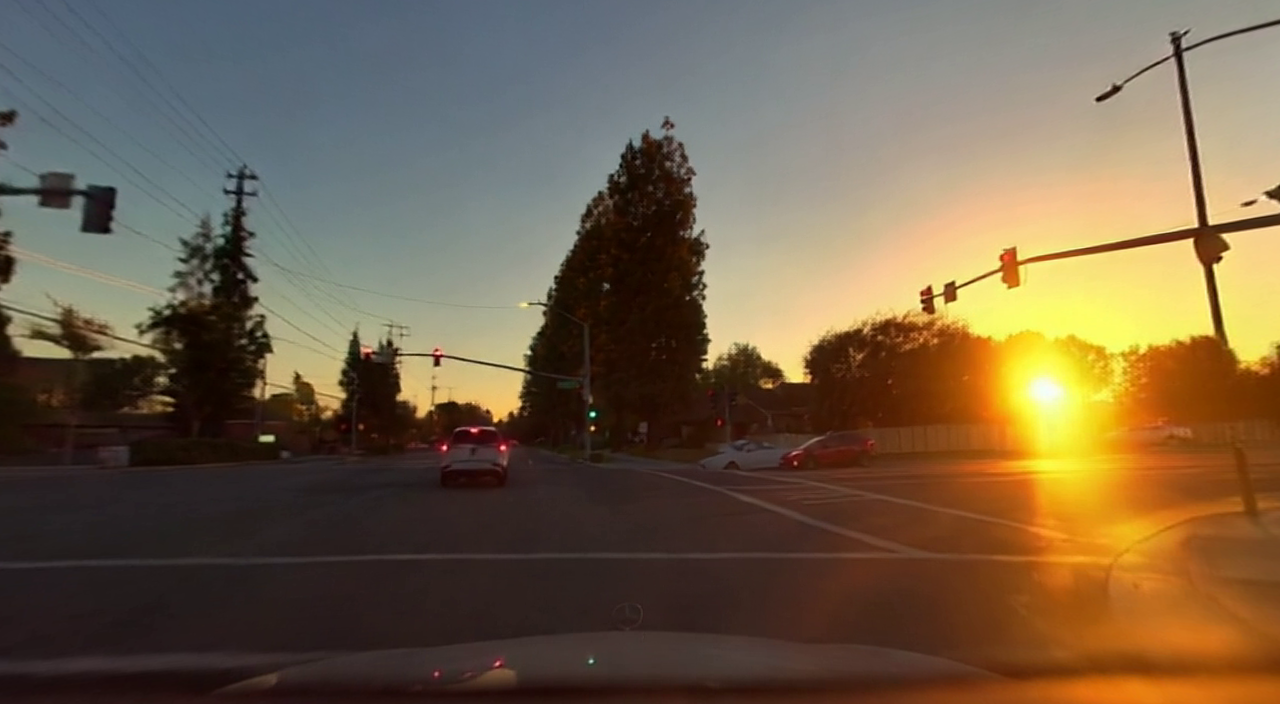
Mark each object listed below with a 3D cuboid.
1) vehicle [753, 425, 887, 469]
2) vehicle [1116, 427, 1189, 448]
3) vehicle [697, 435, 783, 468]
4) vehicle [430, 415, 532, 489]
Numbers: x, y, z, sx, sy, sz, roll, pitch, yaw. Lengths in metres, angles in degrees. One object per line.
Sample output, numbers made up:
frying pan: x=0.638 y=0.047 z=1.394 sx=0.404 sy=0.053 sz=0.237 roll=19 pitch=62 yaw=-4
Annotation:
vehicle: x=7.671 y=4.057 z=26.996 sx=5.149 sy=1.725 sz=1.964 roll=1 pitch=-8 yaw=-9
vehicle: x=35.632 y=5.967 z=43.678 sx=3.805 sy=1.451 sz=1.641 roll=1 pitch=-9 yaw=-7
vehicle: x=4.953 y=4.984 z=31.521 sx=3.990 sy=1.548 sz=1.780 roll=0 pitch=-9 yaw=0
vehicle: x=-4.434 y=2.893 z=18.368 sx=2.300 sy=1.868 sz=4.690 roll=1 pitch=-9 yaw=-7
